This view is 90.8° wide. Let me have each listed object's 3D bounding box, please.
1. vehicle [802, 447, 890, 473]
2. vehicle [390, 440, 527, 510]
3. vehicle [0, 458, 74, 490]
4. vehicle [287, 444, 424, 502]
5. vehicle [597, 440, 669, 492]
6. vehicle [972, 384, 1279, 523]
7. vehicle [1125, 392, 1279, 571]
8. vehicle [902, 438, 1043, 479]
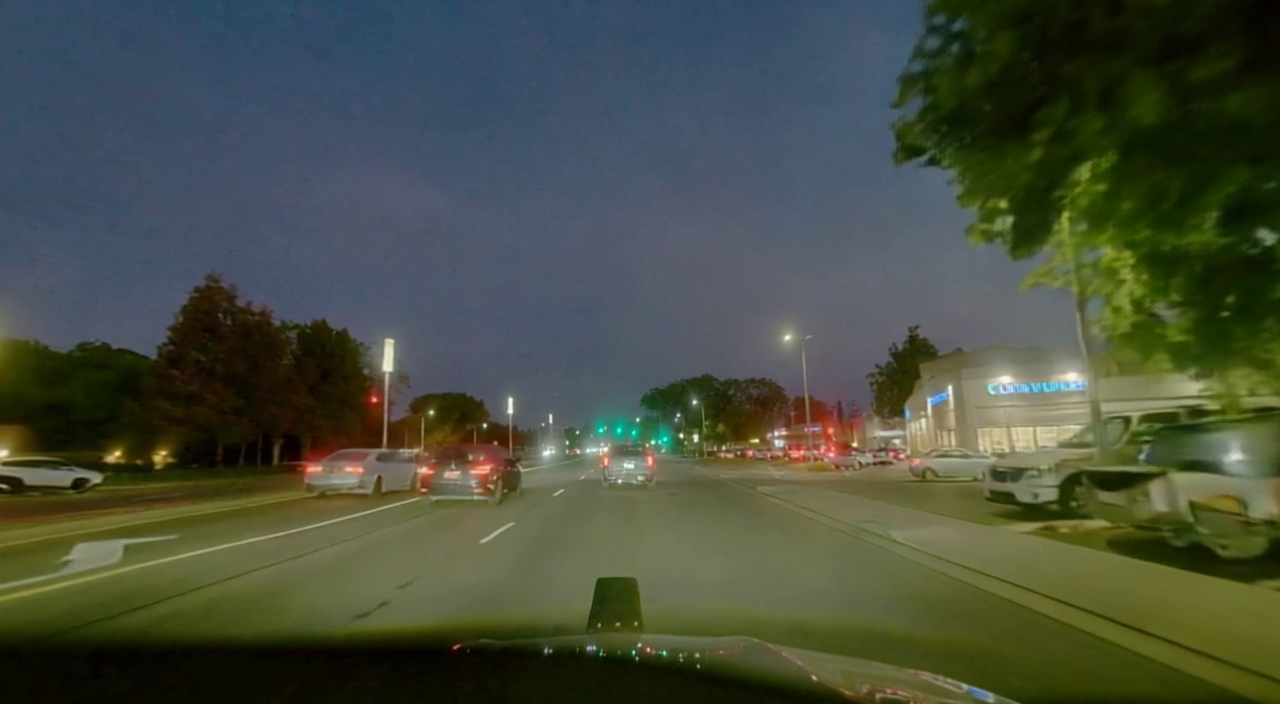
[{"bbox_3d":[13.226,6.950,40.744,4.877,1.603,2.197,0,-9,1],"label":"vehicle"},{"bbox_3d":[-4.281,2.975,15.833,1.973,1.456,4.850,0,-9,0],"label":"vehicle"},{"bbox_3d":[-37.124,7.151,37.187,5.392,1.755,2.213,0,-9,1],"label":"vehicle"},{"bbox_3d":[-7.969,3.409,18.233,2.009,1.470,4.179,0,-9,0],"label":"vehicle"},{"bbox_3d":[-0.272,3.577,20.124,2.061,1.469,3.954,0,-9,-2],"label":"vehicle"},{"bbox_3d":[9.076,1.663,10.733,5.518,1.898,2.188,-3,-9,-1],"label":"vehicle"},{"bbox_3d":[8.992,1.223,6.990,5.543,1.743,2.232,-3,-9,-7],"label":"vehicle"},{"bbox_3d":[13.099,4.190,25.005,4.619,1.523,1.873,1,-9,-9],"label":"vehicle"}]
